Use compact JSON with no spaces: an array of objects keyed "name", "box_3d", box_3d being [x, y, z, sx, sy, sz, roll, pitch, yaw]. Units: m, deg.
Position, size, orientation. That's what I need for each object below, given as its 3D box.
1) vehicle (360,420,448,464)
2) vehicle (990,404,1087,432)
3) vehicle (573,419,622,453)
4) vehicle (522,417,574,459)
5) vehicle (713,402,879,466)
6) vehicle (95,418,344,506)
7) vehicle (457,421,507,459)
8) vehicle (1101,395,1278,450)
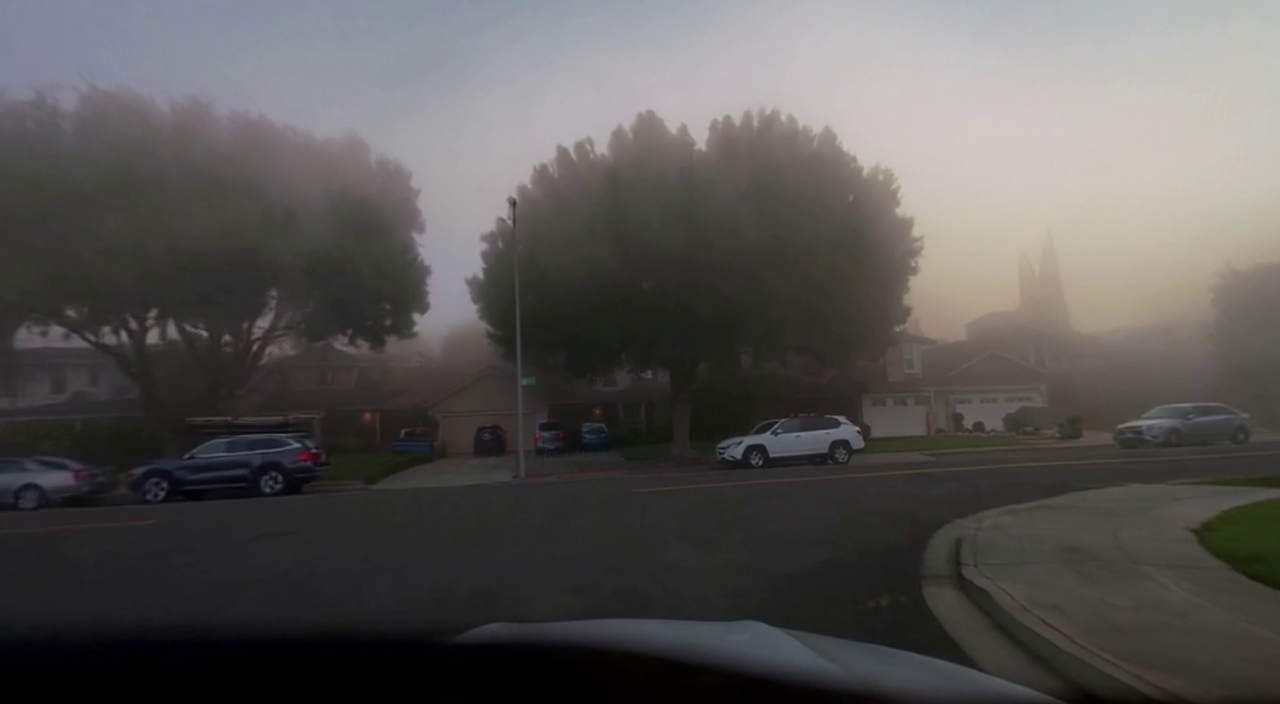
[{"name":"vehicle","box_3d":[-12.210,4.642,32.454,2.307,2.043,5.475,7,-12,-41]},{"name":"vehicle","box_3d":[24.541,4.146,39.102,1.967,1.523,4.619,4,-10,-26]},{"name":"vehicle","box_3d":[-2.403,4.635,34.525,2.005,1.699,4.234,1,-9,-13]},{"name":"vehicle","box_3d":[-4.891,4.456,32.848,2.278,1.969,5.533,1,-8,-12]},{"name":"vehicle","box_3d":[5.136,2.798,21.264,4.919,1.969,2.104,2,-9,-8]},{"name":"vehicle","box_3d":[-11.820,3.097,18.290,5.419,2.292,2.272,1,-8,-11]},{"name":"vehicle","box_3d":[-8.593,4.853,34.532,2.391,1.894,5.075,1,-9,-13]},{"name":"vehicle","box_3d":[20.910,2.704,24.131,5.179,1.847,2.219,0,-10,-12]}]
